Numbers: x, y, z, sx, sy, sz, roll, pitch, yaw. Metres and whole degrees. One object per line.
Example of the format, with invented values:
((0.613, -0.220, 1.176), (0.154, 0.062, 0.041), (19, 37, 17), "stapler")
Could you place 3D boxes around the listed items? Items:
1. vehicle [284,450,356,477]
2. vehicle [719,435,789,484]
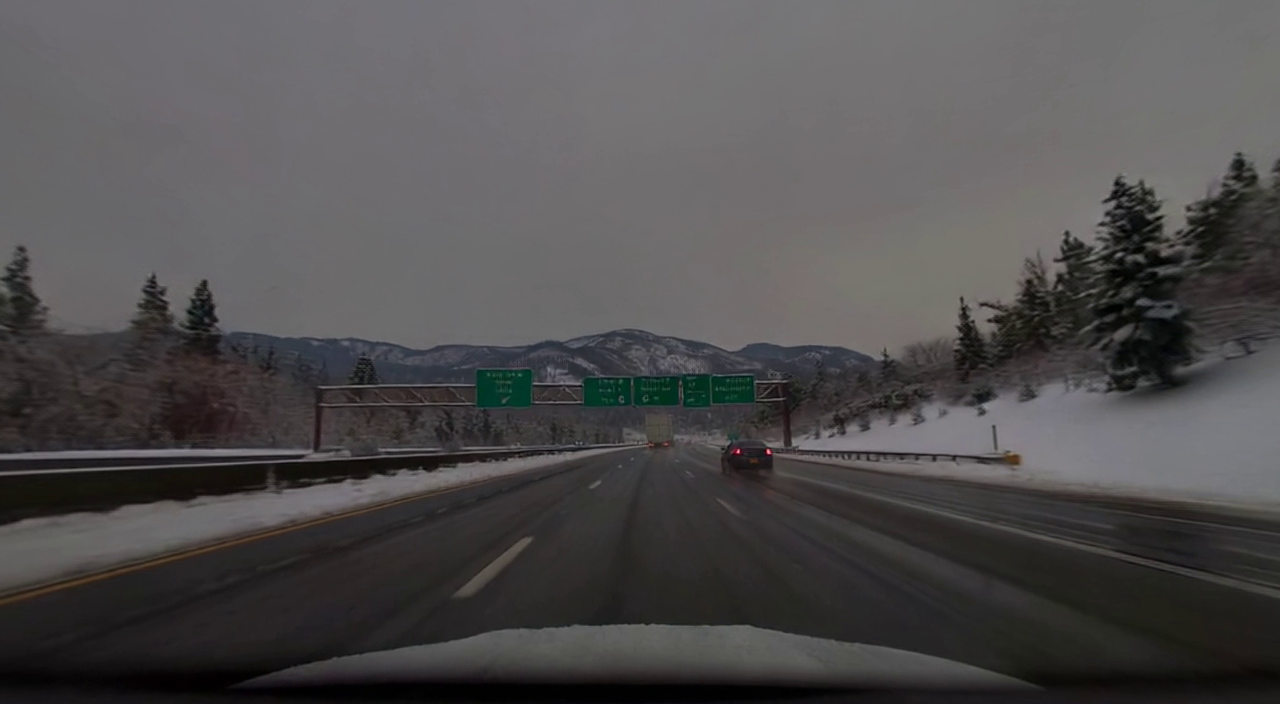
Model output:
((-19.301, 6.713, 38.262), (1.884, 1.455, 4.553), (-1, -8, 2), "vehicle")
((4.143, 3.962, 23.500), (1.880, 1.624, 3.941), (0, -8, 0), "vehicle")
